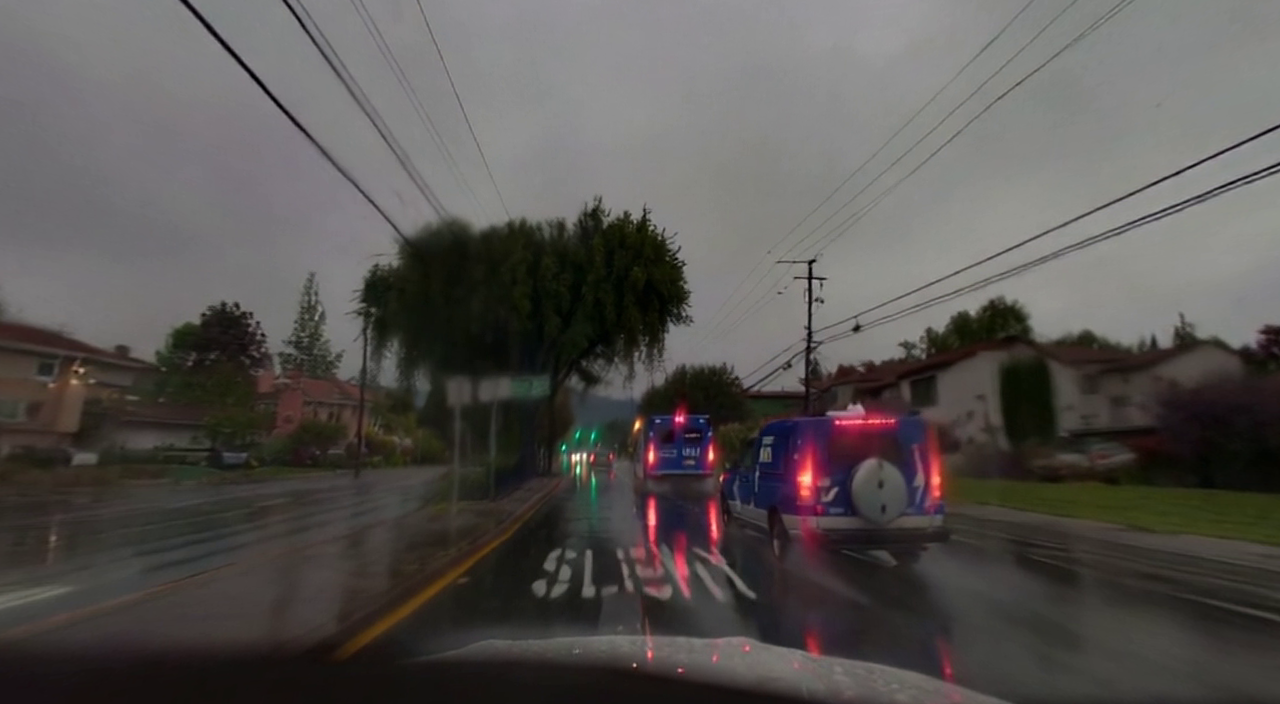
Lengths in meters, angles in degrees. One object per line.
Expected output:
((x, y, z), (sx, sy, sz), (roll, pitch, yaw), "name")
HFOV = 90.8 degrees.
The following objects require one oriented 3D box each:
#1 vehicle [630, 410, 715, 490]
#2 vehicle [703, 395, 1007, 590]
((1.073, 3.728, 24.332), (2.406, 2.687, 5.521), (1, -8, -6), "vehicle")
((2.421, 1.740, 8.834), (2.194, 1.922, 4.822), (1, -8, -5), "vehicle")
